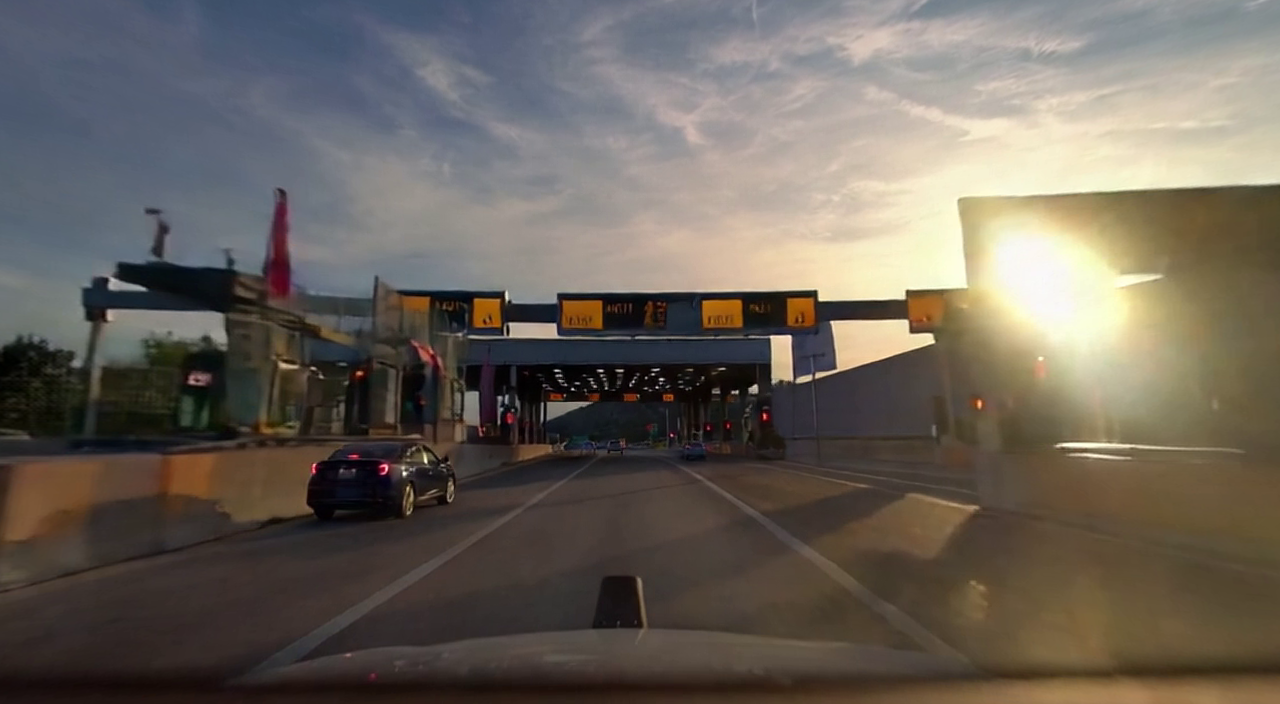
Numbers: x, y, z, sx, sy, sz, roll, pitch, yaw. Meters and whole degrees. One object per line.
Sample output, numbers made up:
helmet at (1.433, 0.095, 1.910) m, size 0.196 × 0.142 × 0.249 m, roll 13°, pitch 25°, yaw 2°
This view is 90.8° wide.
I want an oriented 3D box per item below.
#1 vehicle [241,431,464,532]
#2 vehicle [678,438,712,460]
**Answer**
vehicle at (-4.851, 2.228, 11.524) m, size 1.981 × 1.465 × 4.334 m, roll 0°, pitch -8°, yaw 0°
vehicle at (4.275, 7.667, 49.873) m, size 2.072 × 1.639 × 4.919 m, roll 0°, pitch -8°, yaw -1°
